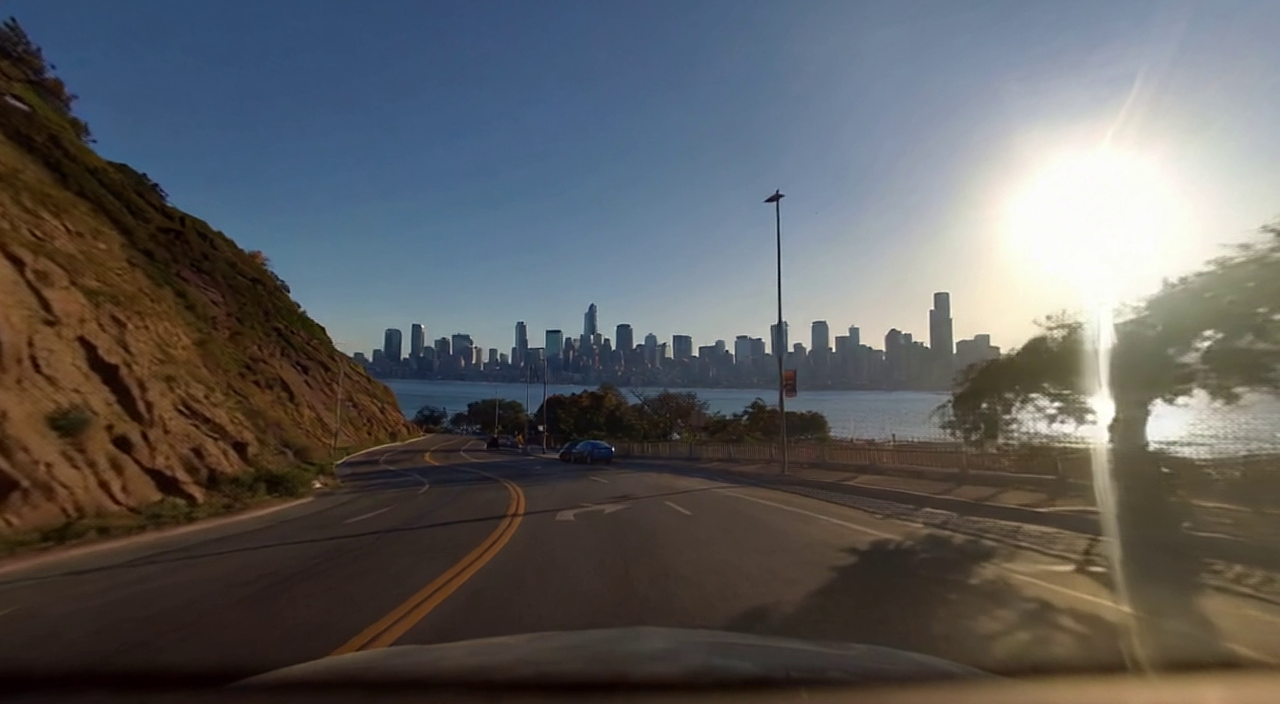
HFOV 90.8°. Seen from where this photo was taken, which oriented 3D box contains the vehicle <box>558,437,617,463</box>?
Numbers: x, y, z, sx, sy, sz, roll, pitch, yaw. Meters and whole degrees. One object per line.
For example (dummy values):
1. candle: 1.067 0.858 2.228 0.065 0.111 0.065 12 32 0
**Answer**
1. vehicle: -3.458 6.644 42.838 2.064 1.667 4.453 -4 -10 24
